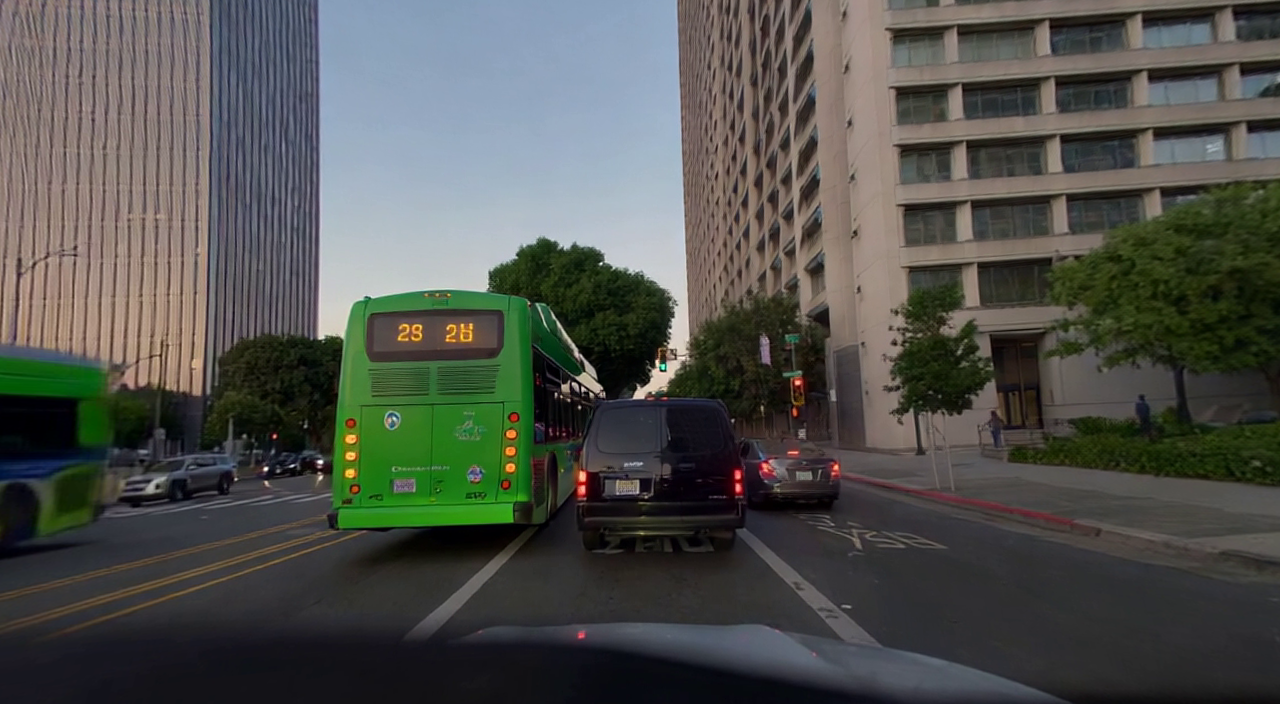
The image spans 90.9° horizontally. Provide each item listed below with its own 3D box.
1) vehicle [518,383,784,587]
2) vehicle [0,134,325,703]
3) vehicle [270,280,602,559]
[{"bbox_3d":[0.134,1.581,8.172,2.500,1.912,4.270,0,-9,1],"label":"vehicle"},{"bbox_3d":[-2.751,0.316,0.203,2.329,2.089,5.659,0,-9,0],"label":"vehicle"},{"bbox_3d":[-2.896,1.808,14.596,3.042,3.445,13.615,0,-9,1],"label":"vehicle"}]
